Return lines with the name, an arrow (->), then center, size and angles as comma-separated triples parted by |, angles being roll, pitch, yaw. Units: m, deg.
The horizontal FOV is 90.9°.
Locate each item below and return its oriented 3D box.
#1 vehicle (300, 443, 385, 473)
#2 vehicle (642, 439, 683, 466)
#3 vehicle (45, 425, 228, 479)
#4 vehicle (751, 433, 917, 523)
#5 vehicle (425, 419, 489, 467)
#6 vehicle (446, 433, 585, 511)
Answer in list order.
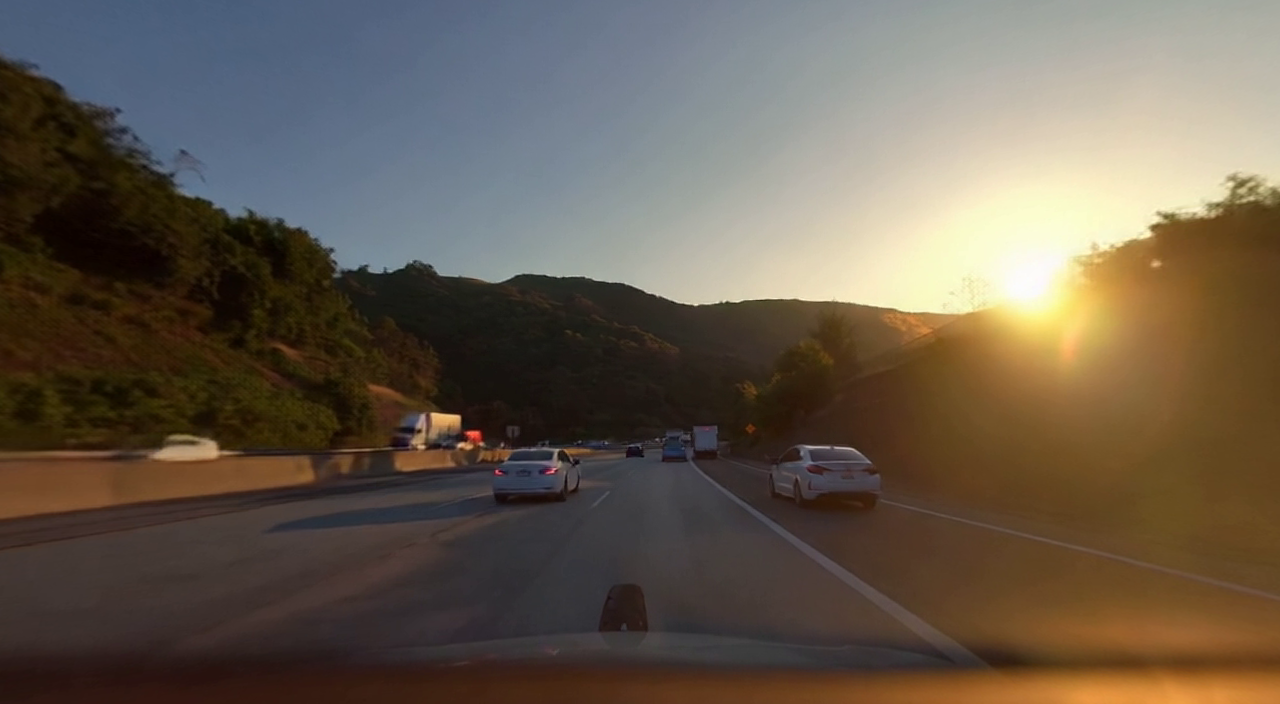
vehicle -> -16.054, 5.722, 34.368 | 2.140, 1.483, 4.828 | -1, -8, 2
vehicle -> 1.302, 5.651, 35.616 | 2.202, 1.467, 3.929 | -1, -8, 3
vehicle -> -19.657, 3.952, 25.181 | 2.290, 1.837, 6.023 | -2, -8, 1
vehicle -> 3.629, 2.422, 12.731 | 2.013, 1.464, 4.317 | 0, -8, 1
vehicle -> -10.637, 5.311, 36.800 | 2.562, 2.559, 3.019 | -4, -9, 7
vehicle -> -2.636, 2.679, 14.680 | 2.031, 1.491, 4.792 | -1, -8, 3
